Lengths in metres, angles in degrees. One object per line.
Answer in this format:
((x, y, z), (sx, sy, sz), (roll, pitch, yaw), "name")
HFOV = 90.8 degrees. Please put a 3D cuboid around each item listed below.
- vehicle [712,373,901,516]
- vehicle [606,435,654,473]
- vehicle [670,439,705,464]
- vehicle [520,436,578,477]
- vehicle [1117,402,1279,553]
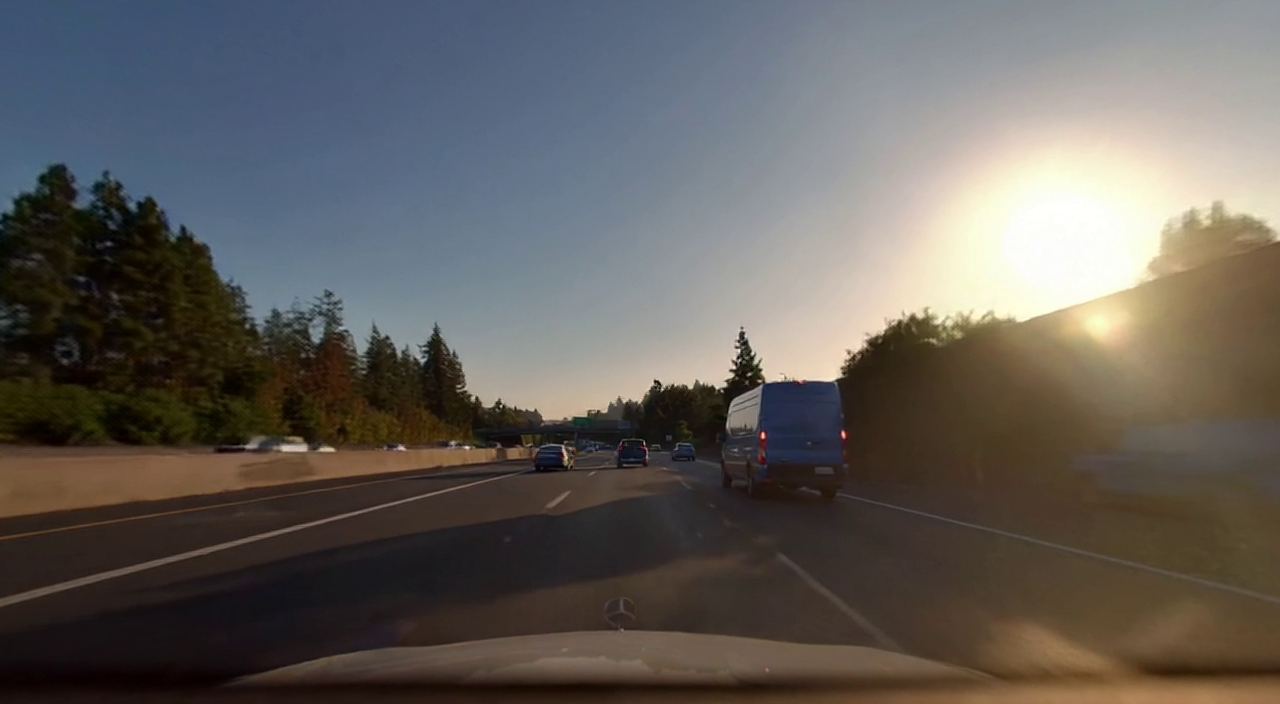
((3.537, 2.216, 15.322), (2.631, 2.709, 6.496), (0, -8, -2), "vehicle")
((-0.511, 5.248, 32.732), (2.297, 1.783, 4.355), (0, -8, -1), "vehicle")
((3.526, 7.433, 47.424), (2.160, 1.759, 4.214), (0, -8, -1), "vehicle")
((-4.118, 4.793, 29.260), (2.023, 1.709, 4.263), (0, -8, 0), "vehicle")
((9.643, 1.675, 8.474), (2.344, 1.967, 5.275), (0, -8, 0), "vehicle")
